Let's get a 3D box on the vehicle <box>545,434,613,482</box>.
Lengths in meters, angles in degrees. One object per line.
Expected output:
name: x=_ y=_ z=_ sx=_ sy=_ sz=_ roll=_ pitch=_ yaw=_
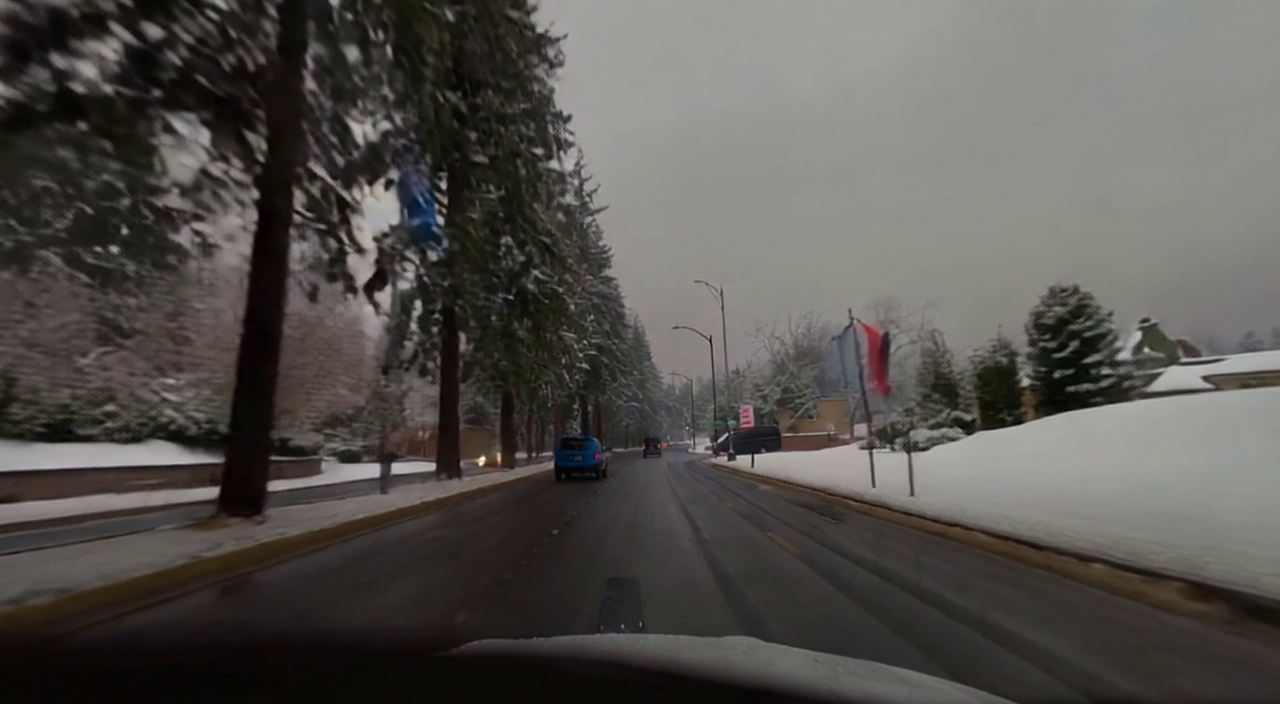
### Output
vehicle: x=-2.449 y=4.450 z=26.644 sx=2.281 sy=1.837 sz=4.845 roll=0 pitch=-8 yaw=2
